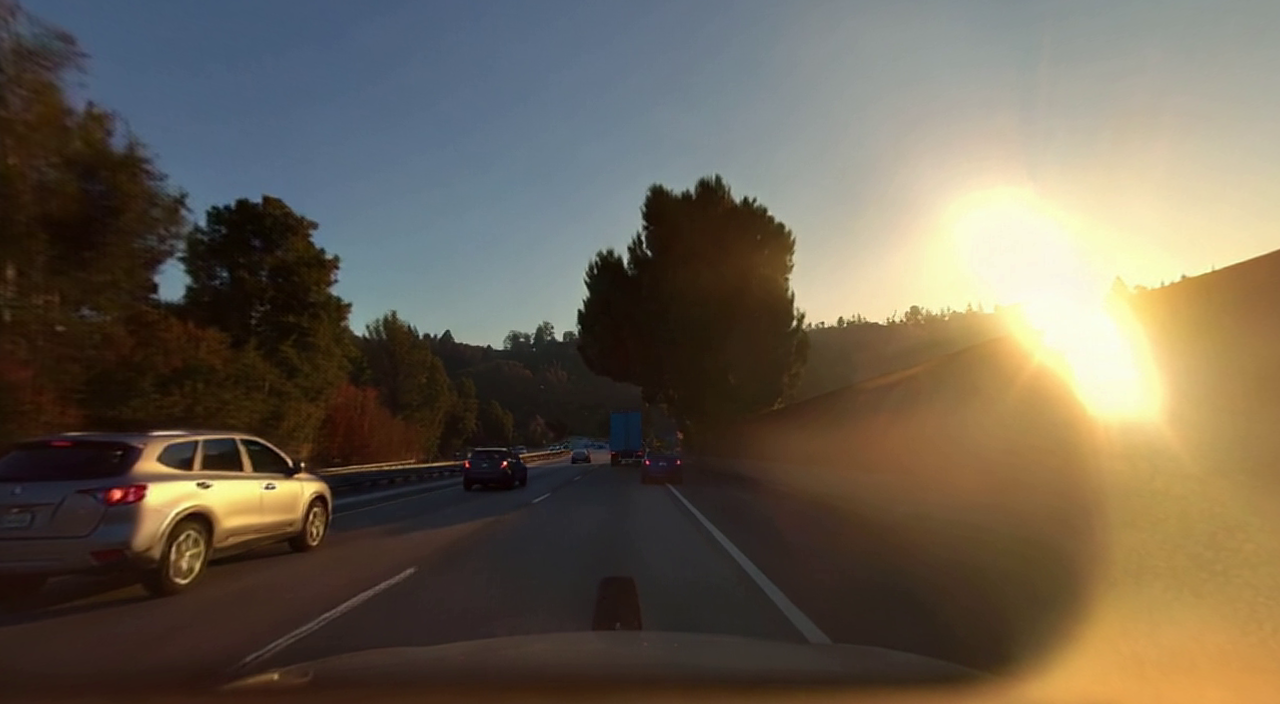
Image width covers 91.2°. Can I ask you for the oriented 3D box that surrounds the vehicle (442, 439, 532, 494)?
[{"bbox_3d":[-5.079,3.849,21.456,2.035,1.664,4.064,0,-9,0],"label":"vehicle"}]

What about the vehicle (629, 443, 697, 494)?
[{"bbox_3d":[0.657,3.835,20.954,2.026,1.489,4.045,0,-9,-1],"label":"vehicle"}]

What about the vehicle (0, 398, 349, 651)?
[{"bbox_3d":[-4.974,1.472,6.308,2.100,1.671,4.105,0,-9,0],"label":"vehicle"}]

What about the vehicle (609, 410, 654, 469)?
[{"bbox_3d":[-0.755,6.958,49.154,3.113,4.066,10.786,0,-9,-2],"label":"vehicle"}]
